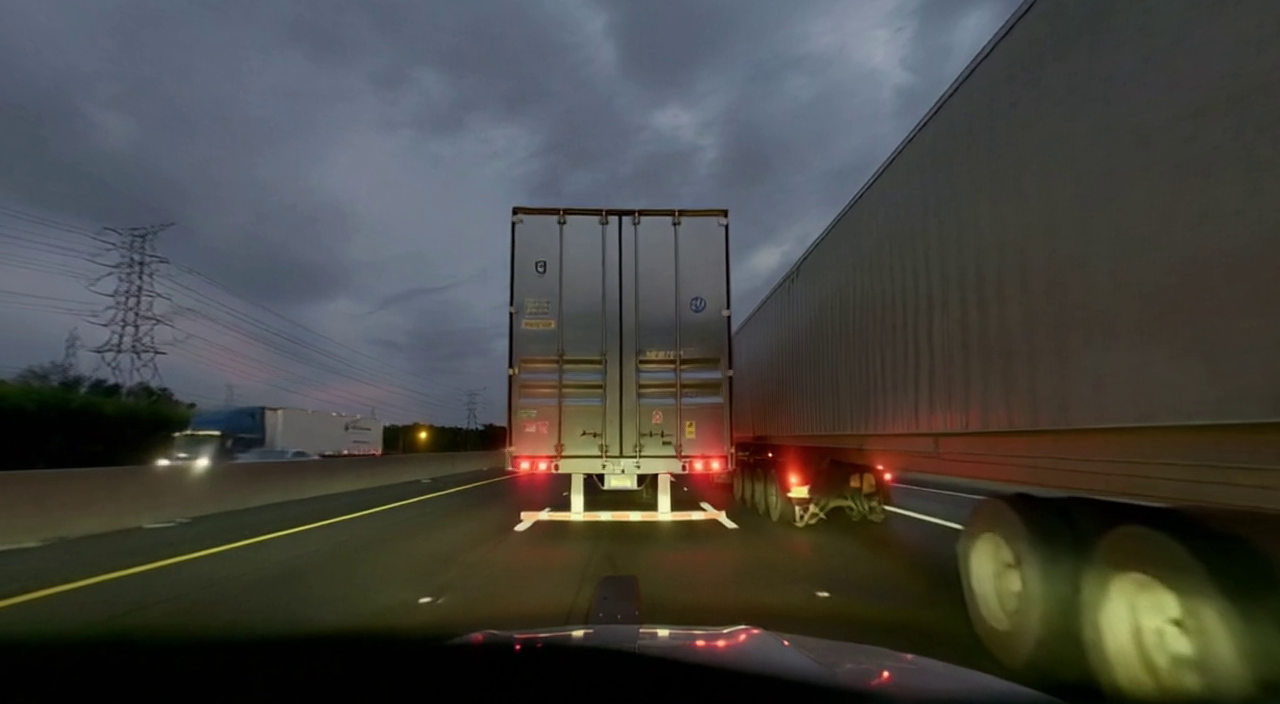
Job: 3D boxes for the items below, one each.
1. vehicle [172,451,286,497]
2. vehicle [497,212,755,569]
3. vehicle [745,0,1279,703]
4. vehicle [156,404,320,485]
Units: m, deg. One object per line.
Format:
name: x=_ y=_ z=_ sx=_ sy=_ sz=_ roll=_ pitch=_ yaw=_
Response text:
vehicle: x=-13.592 y=4.022 z=21.154 sx=1.543 sy=1.373 sz=3.317 roll=-1 pitch=-9 yaw=0
vehicle: x=-0.100 y=1.249 z=13.211 sx=2.841 sy=4.071 sz=12.046 roll=-1 pitch=-8 yaw=1
vehicle: x=3.640 y=0.278 z=6.433 sx=2.797 sy=4.023 sz=13.066 roll=0 pitch=-8 yaw=0
vehicle: x=-20.388 y=4.813 z=32.962 sx=3.024 sy=3.645 sz=8.371 roll=0 pitch=-9 yaw=0
